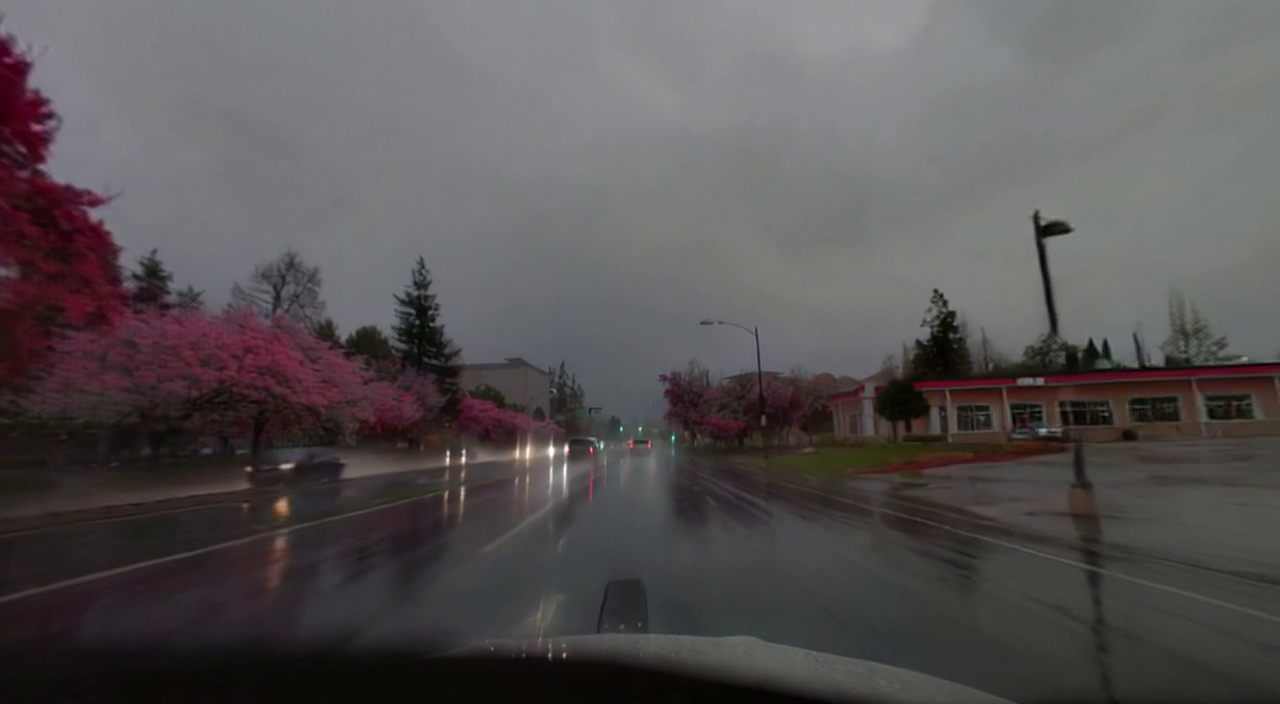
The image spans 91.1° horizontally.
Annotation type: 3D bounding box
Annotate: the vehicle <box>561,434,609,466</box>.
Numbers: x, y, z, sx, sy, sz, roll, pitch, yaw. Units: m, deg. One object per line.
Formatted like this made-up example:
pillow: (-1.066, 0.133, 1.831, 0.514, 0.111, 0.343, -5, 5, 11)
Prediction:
vehicle: (-3.414, 6.206, 39.922, 2.453, 1.844, 4.751, 0, -8, 2)

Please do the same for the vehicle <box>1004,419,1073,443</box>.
vehicle: (27.391, 5.453, 43.156, 4.677, 1.583, 1.955, 5, -10, -30)

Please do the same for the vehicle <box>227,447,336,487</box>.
vehicle: (-14.795, 4.726, 26.265, 1.854, 1.475, 4.448, 0, -8, 1)
